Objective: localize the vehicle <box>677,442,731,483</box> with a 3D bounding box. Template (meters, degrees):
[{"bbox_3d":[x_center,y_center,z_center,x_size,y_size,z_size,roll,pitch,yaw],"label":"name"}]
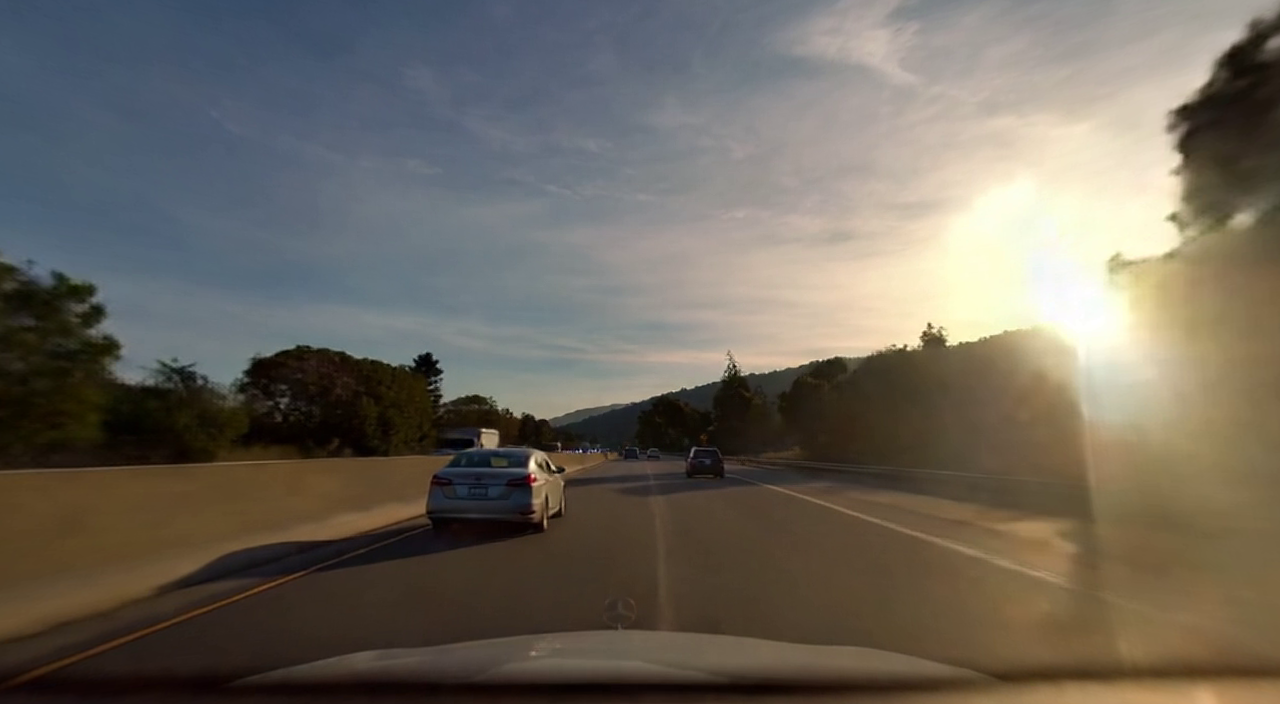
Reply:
[{"bbox_3d":[2.633,4.650,26.594,1.910,1.554,3.718,0,-9,1],"label":"vehicle"}]

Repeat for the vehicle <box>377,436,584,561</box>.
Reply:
[{"bbox_3d":[-2.103,2.084,9.656,2.013,1.479,4.169,0,-9,1],"label":"vehicle"}]
